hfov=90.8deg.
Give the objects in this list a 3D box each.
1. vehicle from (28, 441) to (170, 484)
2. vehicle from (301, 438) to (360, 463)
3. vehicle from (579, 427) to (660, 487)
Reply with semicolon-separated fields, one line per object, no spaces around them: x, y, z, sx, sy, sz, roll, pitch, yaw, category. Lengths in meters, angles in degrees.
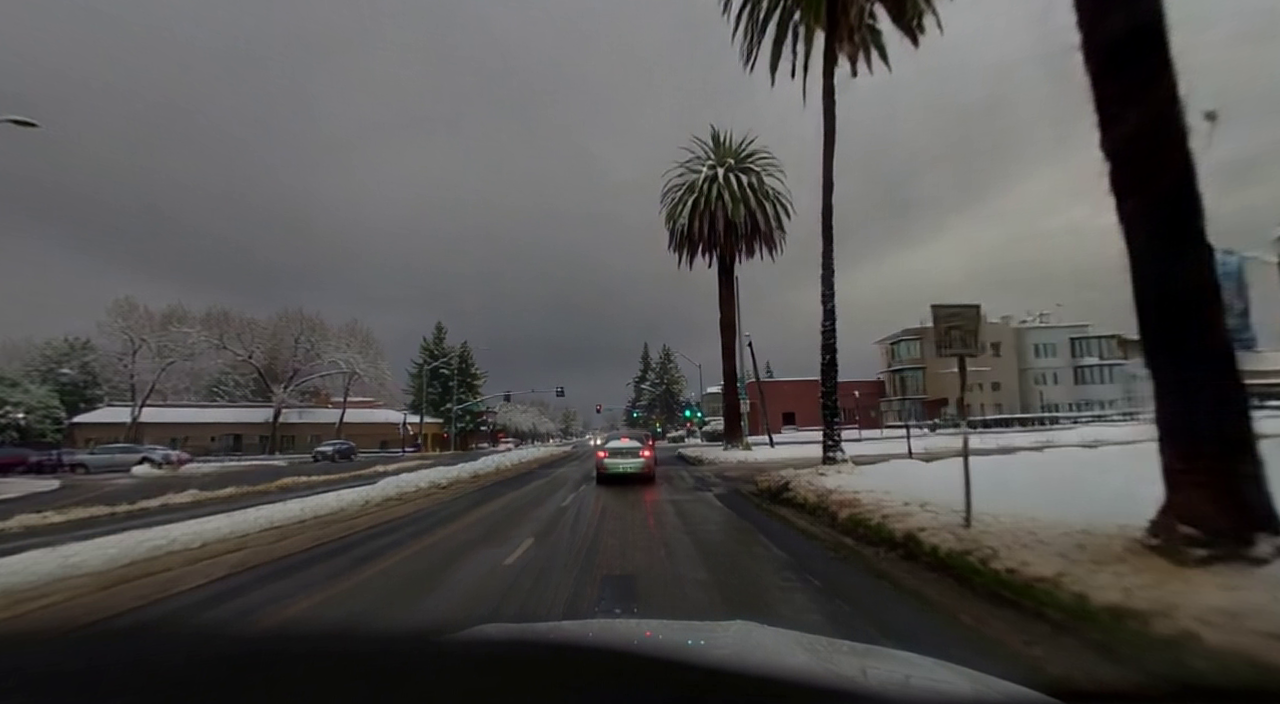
-23.782;4.807;28.064;1.974;1.470;4.892;-5;-7;2;vehicle
-22.920;7.325;46.951;1.990;1.752;4.673;0;-8;0;vehicle
-0.476;3.015;18.361;2.060;1.526;3.859;-1;-8;2;vehicle
